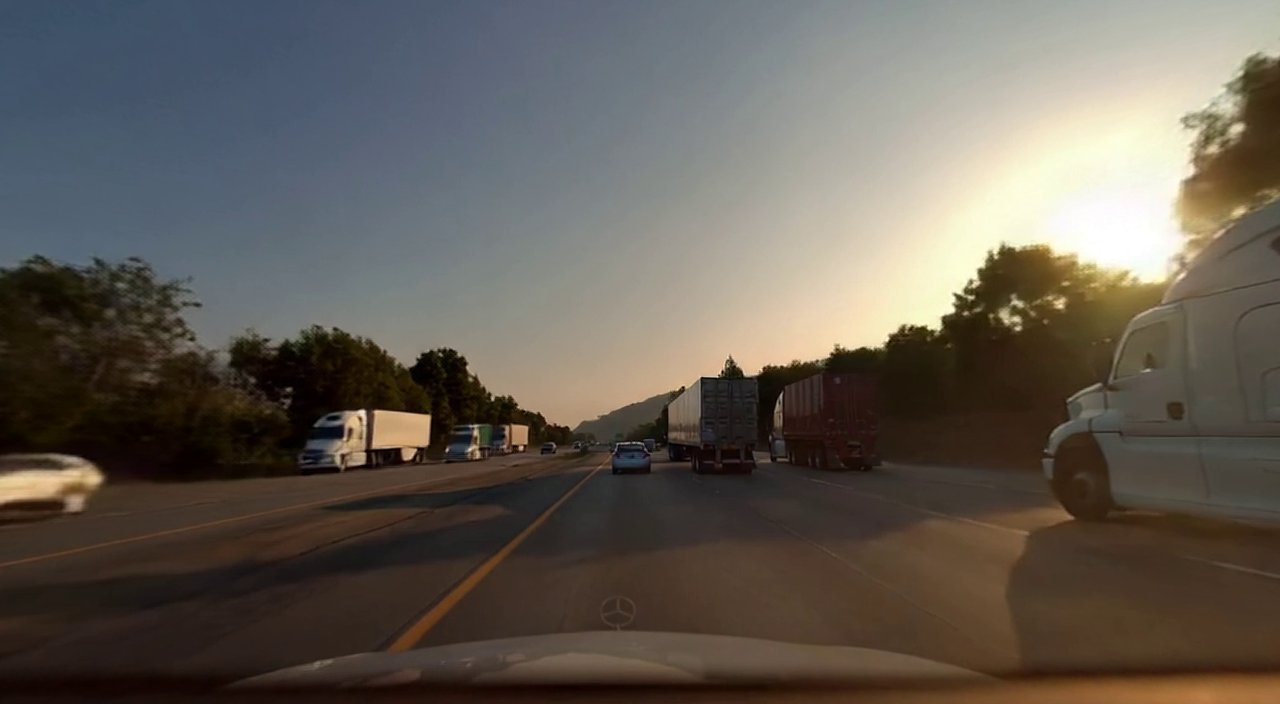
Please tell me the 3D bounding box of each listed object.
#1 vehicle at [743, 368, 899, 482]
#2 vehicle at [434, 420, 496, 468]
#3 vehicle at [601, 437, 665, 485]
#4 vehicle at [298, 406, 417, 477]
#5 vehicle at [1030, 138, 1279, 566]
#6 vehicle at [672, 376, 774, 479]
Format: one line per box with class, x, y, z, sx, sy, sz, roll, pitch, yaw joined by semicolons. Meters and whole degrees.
vehicle;7.697;3.543;29.965;2.876;4.111;14.145;0;-7;-2
vehicle;-13.310;7.002;48.545;2.641;3.353;7.768;0;-8;-1
vehicle;-0.274;3.735;22.010;2.038;1.477;3.773;0;-8;-1
vehicle;-17.061;5.520;39.114;3.053;3.812;9.596;0;-8;-1
vehicle;7.975;0.046;6.771;2.979;4.312;6.722;0;-8;-1
vehicle;3.661;3.938;32.298;2.888;4.099;14.183;0;-8;-2
